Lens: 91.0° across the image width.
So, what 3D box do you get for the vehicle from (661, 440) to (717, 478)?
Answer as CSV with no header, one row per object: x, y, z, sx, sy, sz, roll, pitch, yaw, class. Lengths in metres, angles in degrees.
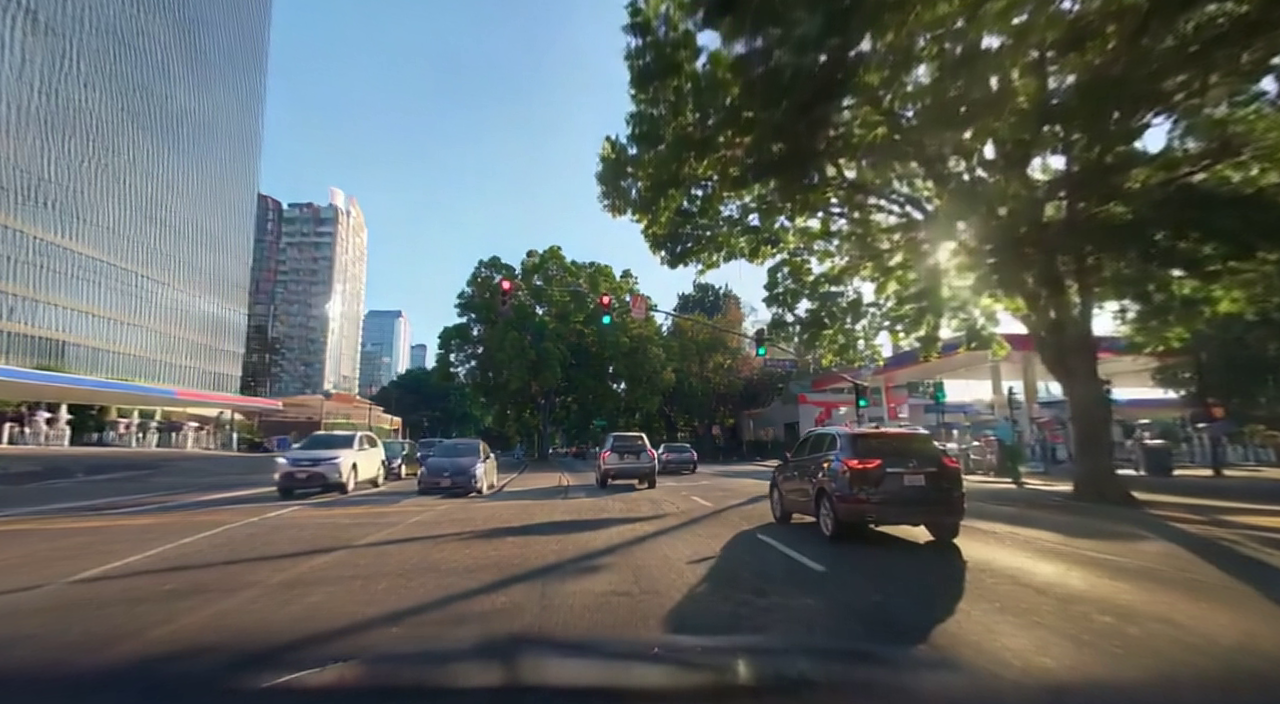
2.159,4.813,28.569,1.800,1.592,3.658,1,-8,-7,vehicle

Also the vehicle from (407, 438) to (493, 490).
-6.174,3.663,20.972,1.987,1.505,4.337,1,-8,-7,vehicle

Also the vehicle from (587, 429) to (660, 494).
-0.612,3.368,19.715,2.051,1.798,4.168,1,-8,-4,vehicle

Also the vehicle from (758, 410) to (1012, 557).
3.378,1.900,9.778,2.000,1.745,4.206,1,-8,-4,vehicle

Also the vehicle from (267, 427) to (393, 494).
-9.082,3.195,18.903,1.992,1.755,4.283,1,-8,-6,vehicle
